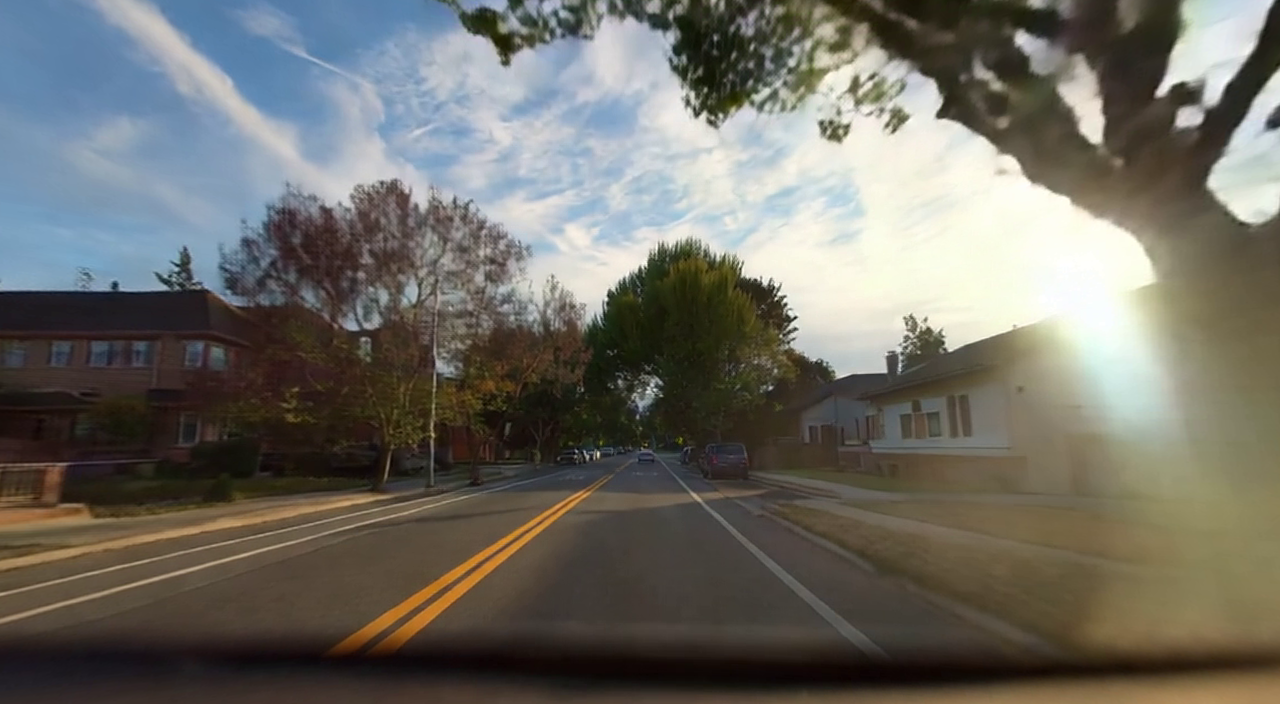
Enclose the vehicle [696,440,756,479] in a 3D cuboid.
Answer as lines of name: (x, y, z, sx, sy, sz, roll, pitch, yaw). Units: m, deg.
vehicle: (4.126, 5.273, 31.116, 1.937, 1.752, 4.574, 1, -9, -5)
